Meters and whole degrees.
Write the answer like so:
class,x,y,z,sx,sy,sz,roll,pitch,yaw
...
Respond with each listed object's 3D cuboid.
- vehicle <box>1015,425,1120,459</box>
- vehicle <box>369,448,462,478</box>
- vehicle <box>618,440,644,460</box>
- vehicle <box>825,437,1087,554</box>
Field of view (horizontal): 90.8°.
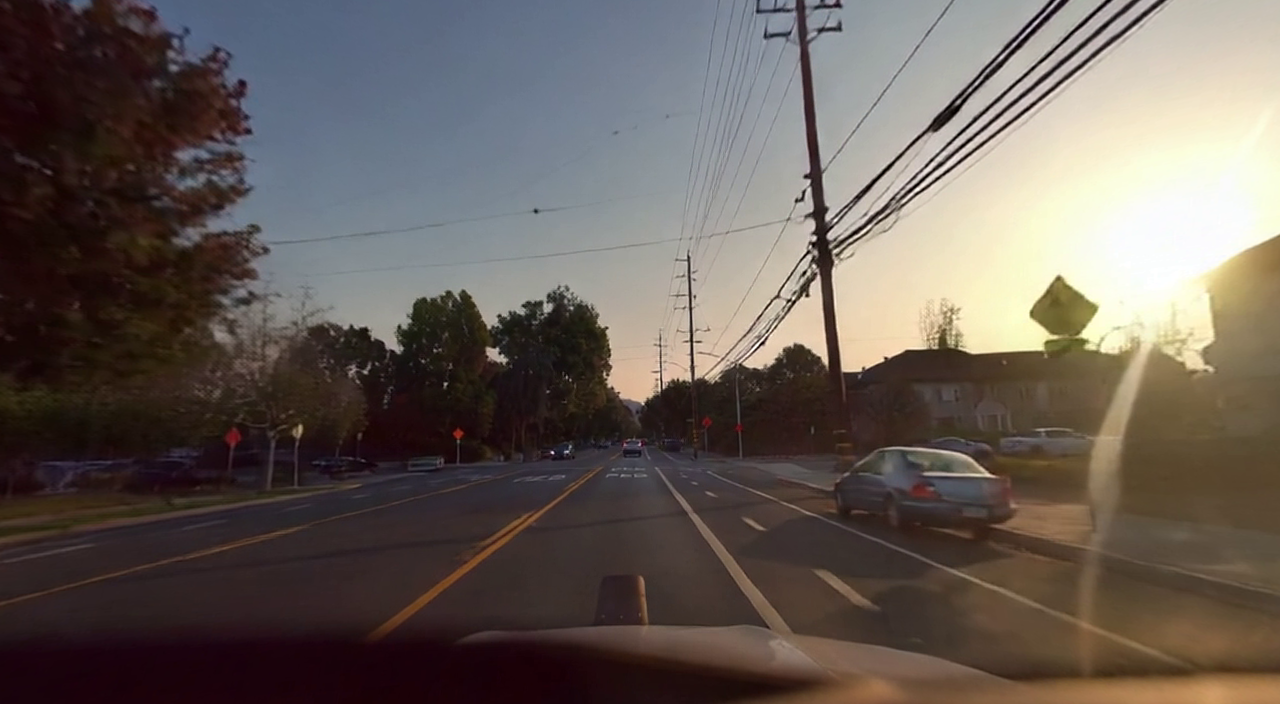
class,x,y,z,sx,sy,sz,roll,pitch,yaw
vehicle,25.161,5.320,37.301,4.597,1.961,2.087,-1,-8,2
vehicle,-14.173,7.006,40.112,5.190,1.502,2.085,-3,-9,-1
vehicle,-0.703,7.422,47.891,1.877,1.448,3.830,0,-9,-1
vehicle,4.739,2.185,10.442,1.987,1.479,4.562,0,-9,0
